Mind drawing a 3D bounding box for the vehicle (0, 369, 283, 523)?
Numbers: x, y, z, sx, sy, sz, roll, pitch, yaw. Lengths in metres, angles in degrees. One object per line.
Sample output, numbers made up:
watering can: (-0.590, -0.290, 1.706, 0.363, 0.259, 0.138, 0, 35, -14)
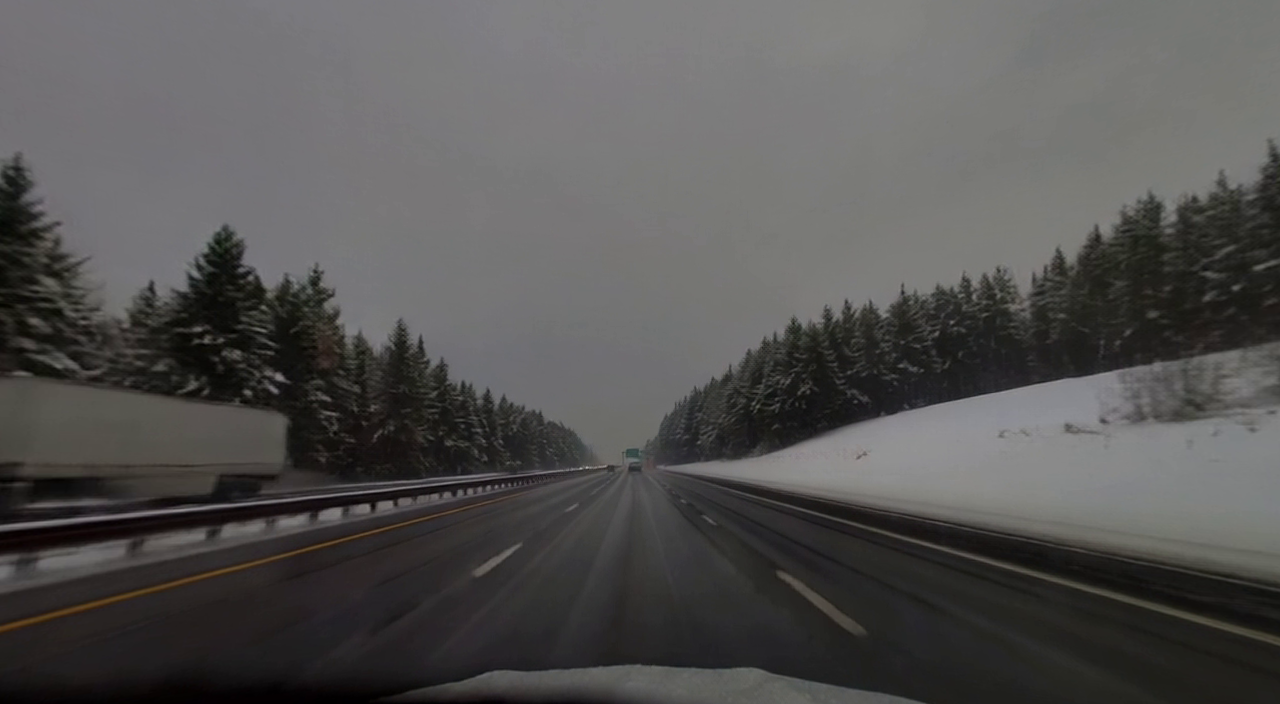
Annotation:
vehicle: (-16.696, 3.033, 19.318, 3.250, 3.556, 14.302, 1, -11, -1)
